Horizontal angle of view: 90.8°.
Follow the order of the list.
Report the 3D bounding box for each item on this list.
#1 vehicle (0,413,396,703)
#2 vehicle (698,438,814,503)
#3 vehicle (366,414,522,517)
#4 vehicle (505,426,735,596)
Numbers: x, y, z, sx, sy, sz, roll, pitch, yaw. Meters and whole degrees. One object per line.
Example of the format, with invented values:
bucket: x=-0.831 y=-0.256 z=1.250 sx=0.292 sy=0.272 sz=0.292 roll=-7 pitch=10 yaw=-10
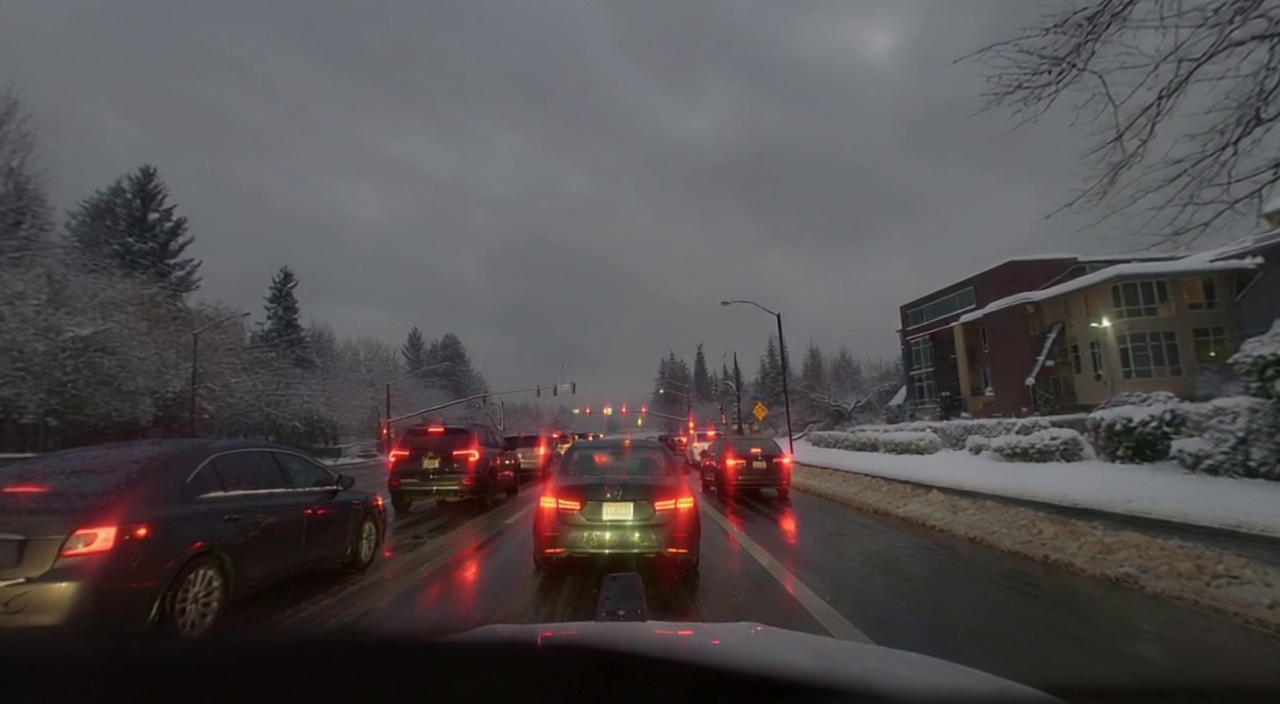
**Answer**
vehicle: x=-3.856 y=1.364 z=5.264 sx=1.985 sy=1.467 sz=4.224 roll=0 pitch=-9 yaw=-1
vehicle: x=2.813 y=2.994 z=16.426 sx=1.978 sy=1.452 sz=4.381 roll=0 pitch=-8 yaw=-3
vehicle: x=-4.030 y=2.420 z=13.905 sx=2.054 sy=1.881 sz=4.469 roll=0 pitch=-8 yaw=-1
vehicle: x=-0.228 y=1.701 z=7.634 sx=2.007 sy=1.467 sz=4.059 roll=0 pitch=-8 yaw=-2
